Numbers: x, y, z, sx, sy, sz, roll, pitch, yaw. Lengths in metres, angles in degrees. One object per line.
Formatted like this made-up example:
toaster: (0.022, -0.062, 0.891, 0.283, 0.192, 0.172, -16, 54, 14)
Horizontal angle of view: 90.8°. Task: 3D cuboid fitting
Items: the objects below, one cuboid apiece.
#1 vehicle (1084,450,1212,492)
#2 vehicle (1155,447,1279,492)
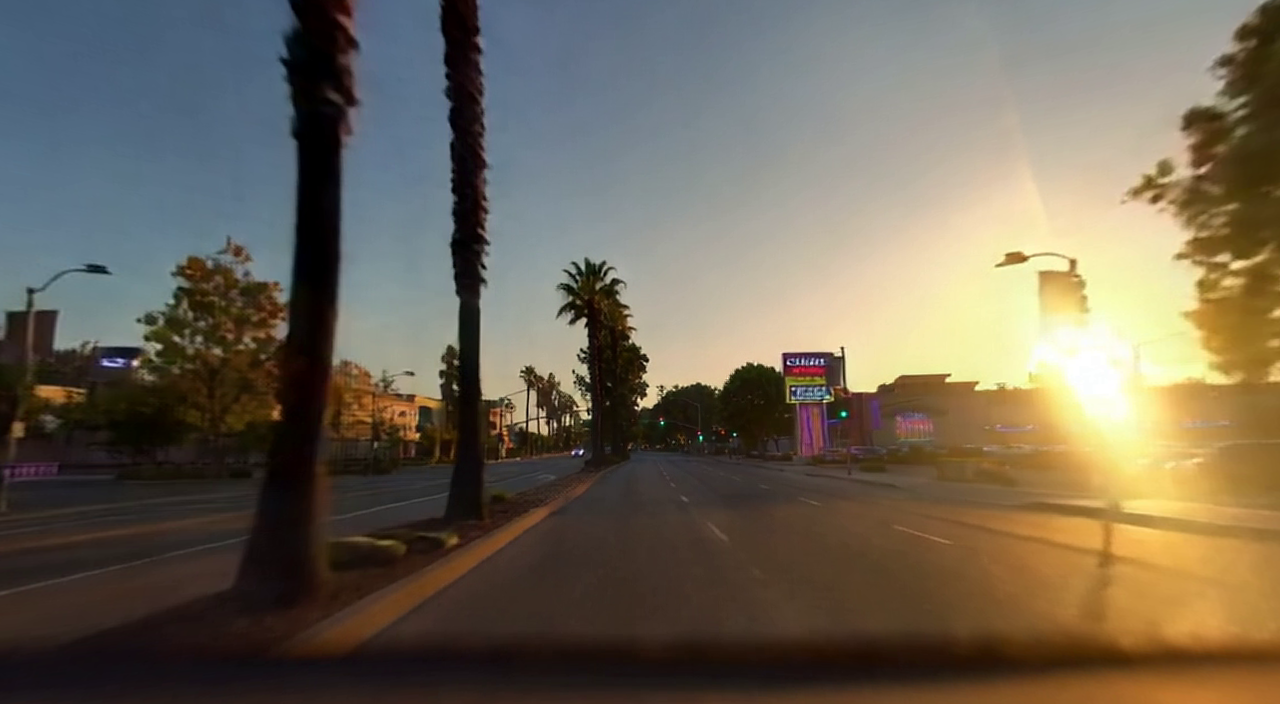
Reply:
vehicle: (22.437, 5.231, 28.178, 1.996, 1.683, 4.379, 0, -9, -1)
vehicle: (25.563, 5.044, 27.601, 2.053, 1.784, 4.672, 0, -8, -1)
